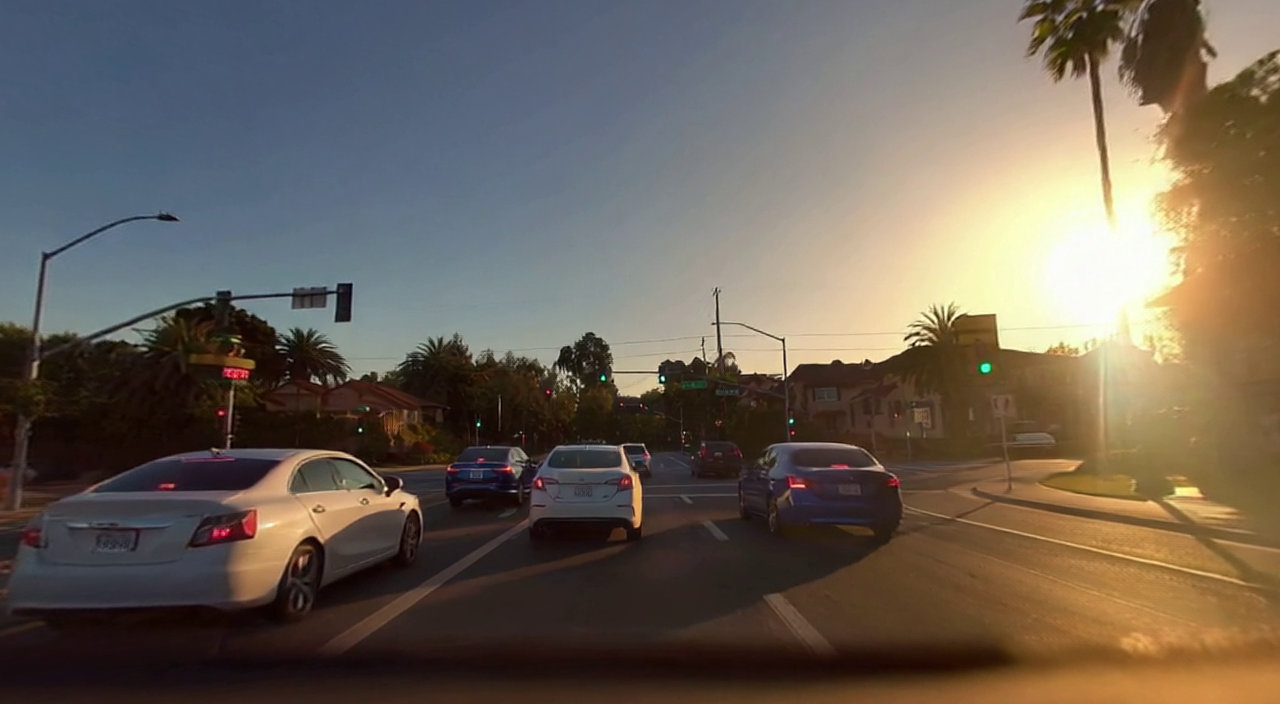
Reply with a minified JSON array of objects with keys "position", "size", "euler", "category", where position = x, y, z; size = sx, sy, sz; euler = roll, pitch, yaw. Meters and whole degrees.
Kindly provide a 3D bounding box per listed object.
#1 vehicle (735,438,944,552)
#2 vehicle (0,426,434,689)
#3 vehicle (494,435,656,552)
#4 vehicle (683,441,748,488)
[{"position":[2.941,2.203,10.476],"size":[2.014,1.464,4.312],"euler":[0,-9,-1],"category":"vehicle"},{"position":[-3.694,1.505,5.885],"size":[2.058,1.474,4.473],"euler":[0,-9,0],"category":"vehicle"},{"position":[-0.878,2.131,10.203],"size":[2.104,1.500,3.815],"euler":[0,-8,-1],"category":"vehicle"},{"position":[2.791,4.263,24.296],"size":[1.956,1.615,4.205],"euler":[0,-9,-1],"category":"vehicle"}]
